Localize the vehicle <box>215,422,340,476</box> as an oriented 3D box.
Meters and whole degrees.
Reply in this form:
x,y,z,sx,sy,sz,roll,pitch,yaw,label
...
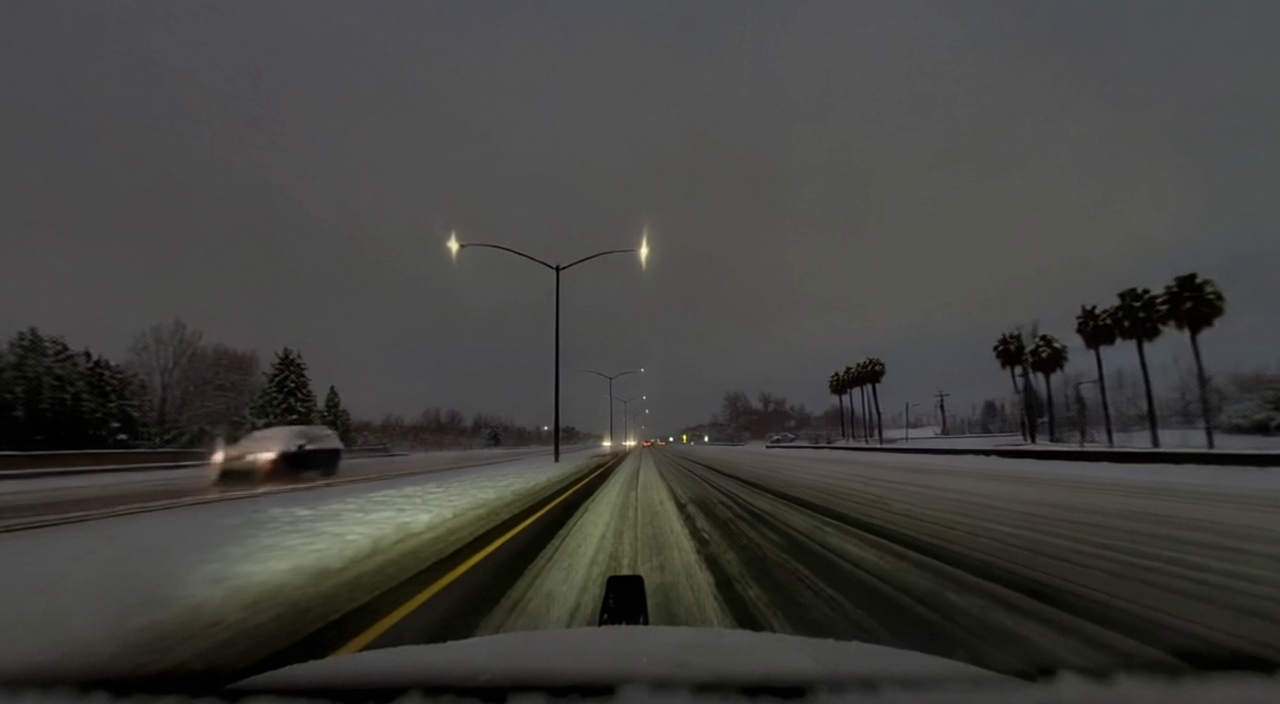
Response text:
x,y,z,sx,sy,sz,roll,pitch,yaw,label
-17.356,4.695,30.723,2.340,2.360,6.092,0,-8,1,vehicle
